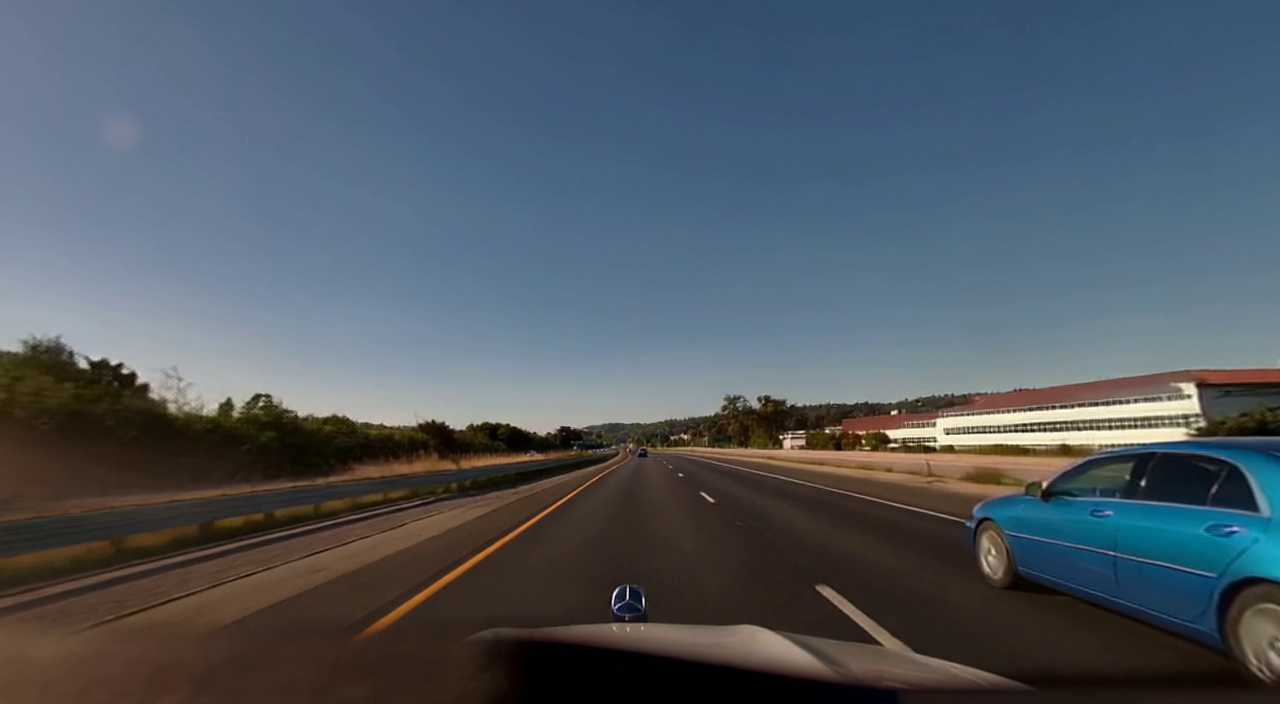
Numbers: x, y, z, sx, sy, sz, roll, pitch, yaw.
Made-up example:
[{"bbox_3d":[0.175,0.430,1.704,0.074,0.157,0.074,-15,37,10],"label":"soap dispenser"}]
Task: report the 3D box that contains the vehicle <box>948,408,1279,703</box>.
[{"bbox_3d":[4.172,1.149,3.949,2.053,1.490,4.799,0,-8,0],"label":"vehicle"}]
